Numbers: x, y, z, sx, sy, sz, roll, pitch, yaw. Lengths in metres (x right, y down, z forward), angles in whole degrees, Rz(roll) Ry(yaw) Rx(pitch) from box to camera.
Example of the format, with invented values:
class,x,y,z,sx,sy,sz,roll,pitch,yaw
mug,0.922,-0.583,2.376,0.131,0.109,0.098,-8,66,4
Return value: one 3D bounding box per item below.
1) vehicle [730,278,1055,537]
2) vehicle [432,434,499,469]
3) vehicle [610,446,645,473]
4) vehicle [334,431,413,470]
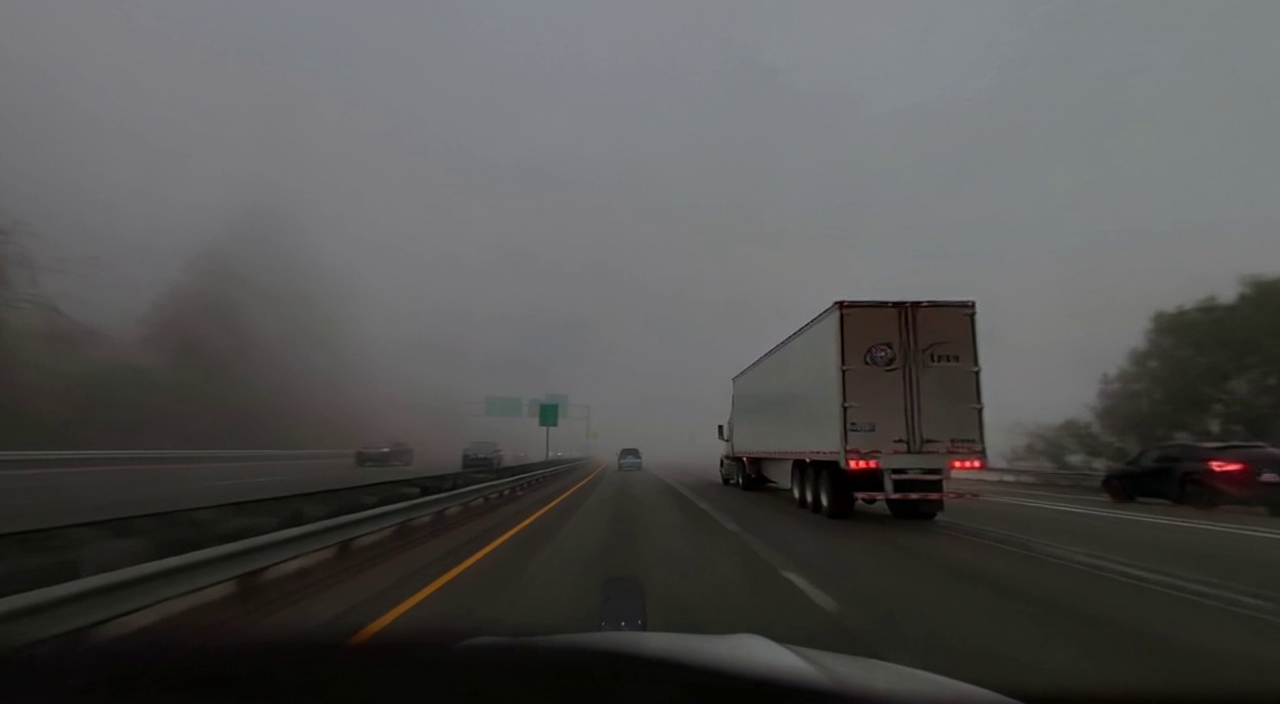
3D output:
class,x,y,z,sx,sy,sz,roll,pitch,yaw
vehicle,4.848,1.881,16.746,2.890,4.006,14.039,0,-9,0
vehicle,-8.136,4.690,29.741,2.029,1.527,4.006,0,-9,0
vehicle,-0.774,6.744,39.854,2.111,1.599,3.859,0,-9,-1
vehicle,-12.487,4.664,29.824,1.945,1.570,4.183,4,-9,-2
